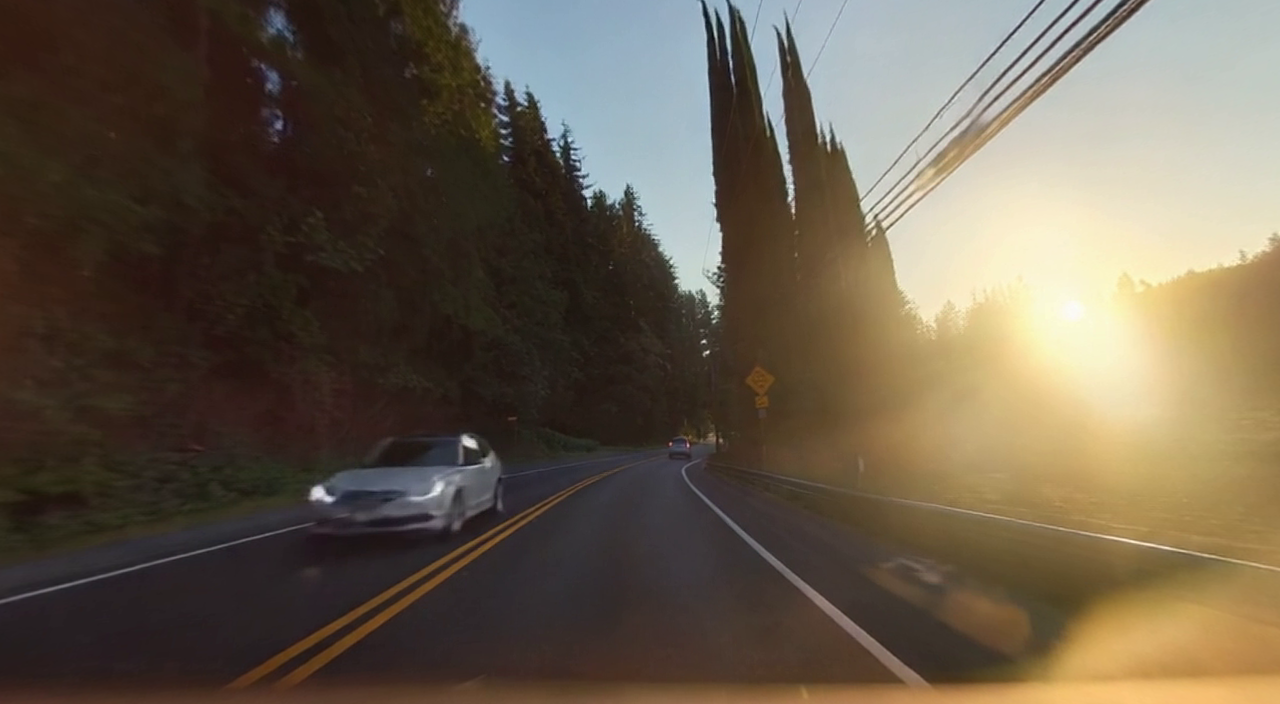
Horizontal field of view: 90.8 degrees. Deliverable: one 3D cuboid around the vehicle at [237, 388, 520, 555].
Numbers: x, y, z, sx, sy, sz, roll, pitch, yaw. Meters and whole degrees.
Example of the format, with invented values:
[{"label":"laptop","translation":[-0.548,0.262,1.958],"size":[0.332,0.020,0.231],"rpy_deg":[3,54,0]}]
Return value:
[{"label":"vehicle","translation":[-3.645,1.822,10.201],"size":[2.343,1.998,4.973],"rpy_deg":[-1,-9,1]}]
